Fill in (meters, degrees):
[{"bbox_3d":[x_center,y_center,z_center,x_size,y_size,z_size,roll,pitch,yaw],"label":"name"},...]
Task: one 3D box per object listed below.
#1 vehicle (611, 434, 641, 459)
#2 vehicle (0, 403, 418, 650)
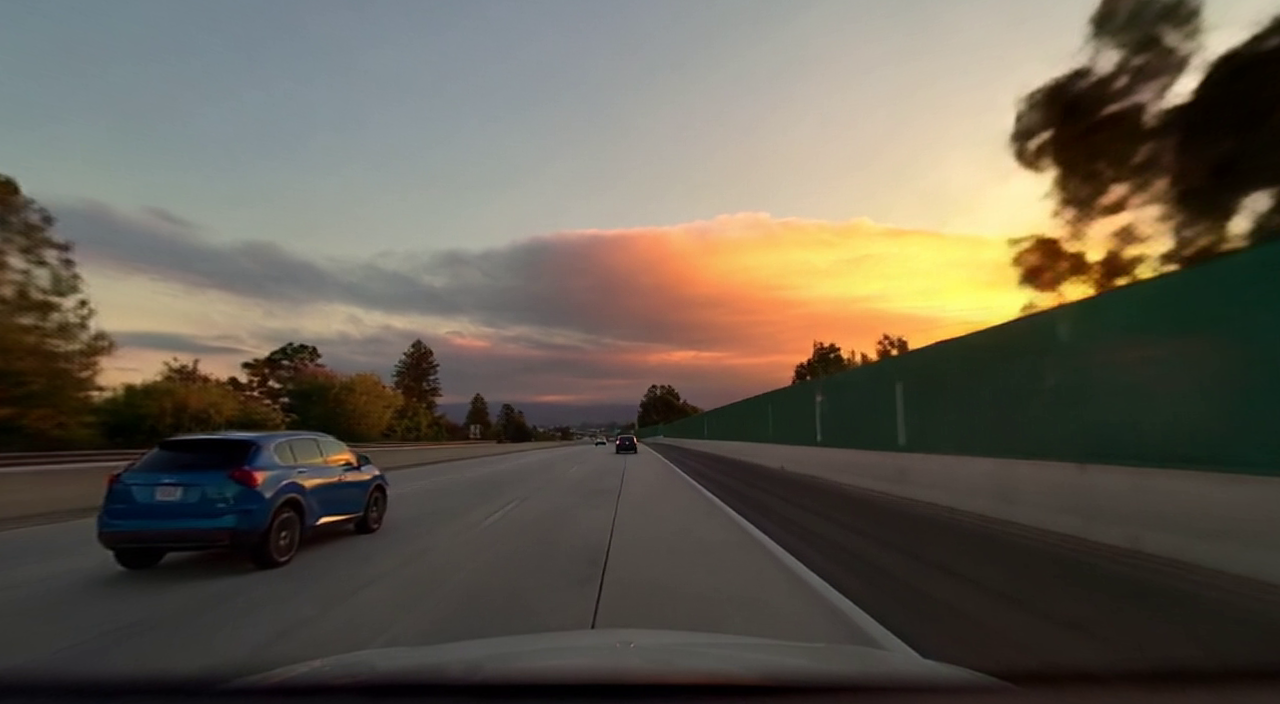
[{"bbox_3d":[-0.887,5.982,40.092,1.836,1.450,3.519,0,-8,-1],"label":"vehicle"},{"bbox_3d":[-4.158,1.409,6.404,2.072,1.545,4.767,0,-8,0],"label":"vehicle"}]
